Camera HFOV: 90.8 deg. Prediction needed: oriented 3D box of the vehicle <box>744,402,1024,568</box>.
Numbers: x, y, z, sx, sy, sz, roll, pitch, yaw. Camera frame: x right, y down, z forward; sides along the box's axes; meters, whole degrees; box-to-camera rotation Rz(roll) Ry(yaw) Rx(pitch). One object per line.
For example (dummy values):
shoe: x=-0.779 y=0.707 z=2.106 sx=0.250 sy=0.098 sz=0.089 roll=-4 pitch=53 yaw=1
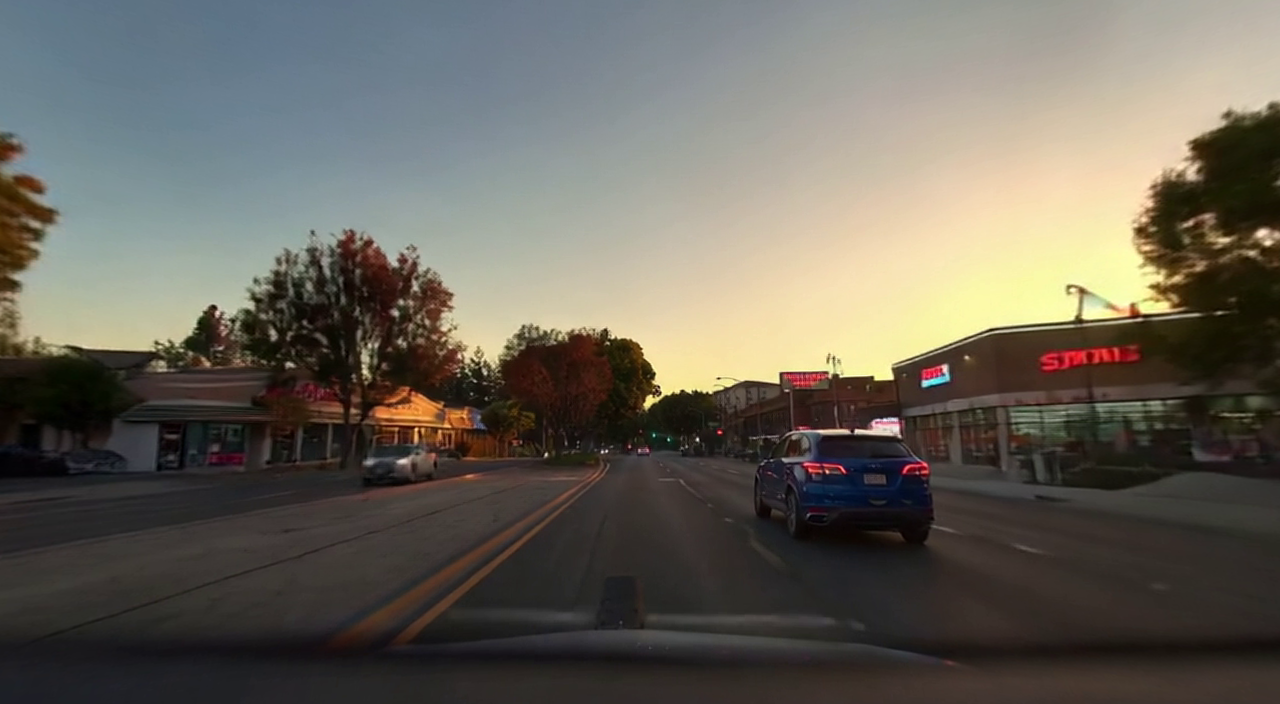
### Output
vehicle: x=3.039 y=1.789 z=9.232 sx=2.130 sy=1.790 sz=4.615 roll=0 pitch=-9 yaw=-1
